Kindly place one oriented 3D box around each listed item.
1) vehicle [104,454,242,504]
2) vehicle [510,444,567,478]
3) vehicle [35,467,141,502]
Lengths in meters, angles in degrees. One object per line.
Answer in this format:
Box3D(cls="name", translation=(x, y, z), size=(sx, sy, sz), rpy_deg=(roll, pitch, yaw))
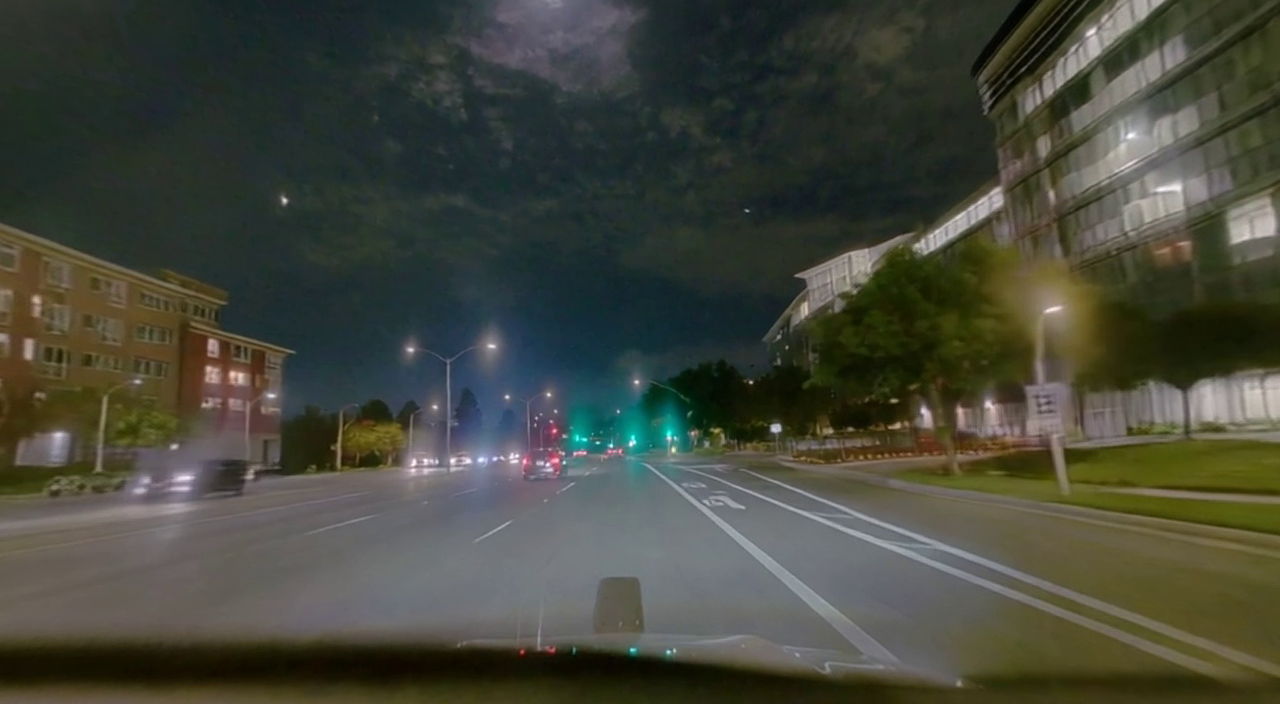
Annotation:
Box3D(cls="vehicle", translation=(-18.184, 4.930, 24.920), size=(1.951, 1.679, 4.463), rpy_deg=(0, -8, 1))
Box3D(cls="vehicle", translation=(-4.673, 5.062, 29.751), size=(2.025, 1.474, 4.292), rpy_deg=(0, -8, -1))
Box3D(cls="vehicle", translation=(-30.593, 7.329, 35.213), size=(2.051, 1.598, 4.439), rpy_deg=(0, -8, -4))
